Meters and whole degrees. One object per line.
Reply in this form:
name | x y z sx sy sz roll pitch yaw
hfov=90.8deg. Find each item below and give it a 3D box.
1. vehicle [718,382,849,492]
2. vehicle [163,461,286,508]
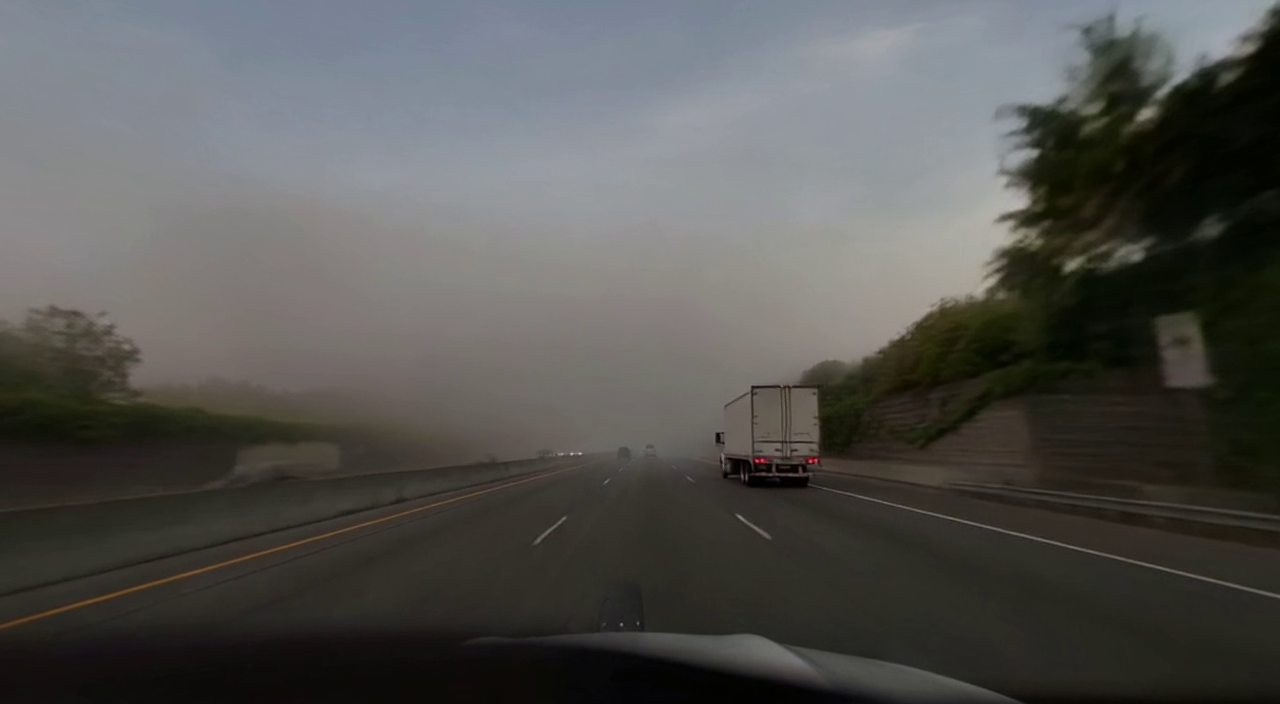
vehicle | 4.845 3.182 23.222 2.771 3.313 8.121 0 -9 -1
vehicle | -14.935 4.755 22.990 1.818 1.454 3.854 0 -9 0
